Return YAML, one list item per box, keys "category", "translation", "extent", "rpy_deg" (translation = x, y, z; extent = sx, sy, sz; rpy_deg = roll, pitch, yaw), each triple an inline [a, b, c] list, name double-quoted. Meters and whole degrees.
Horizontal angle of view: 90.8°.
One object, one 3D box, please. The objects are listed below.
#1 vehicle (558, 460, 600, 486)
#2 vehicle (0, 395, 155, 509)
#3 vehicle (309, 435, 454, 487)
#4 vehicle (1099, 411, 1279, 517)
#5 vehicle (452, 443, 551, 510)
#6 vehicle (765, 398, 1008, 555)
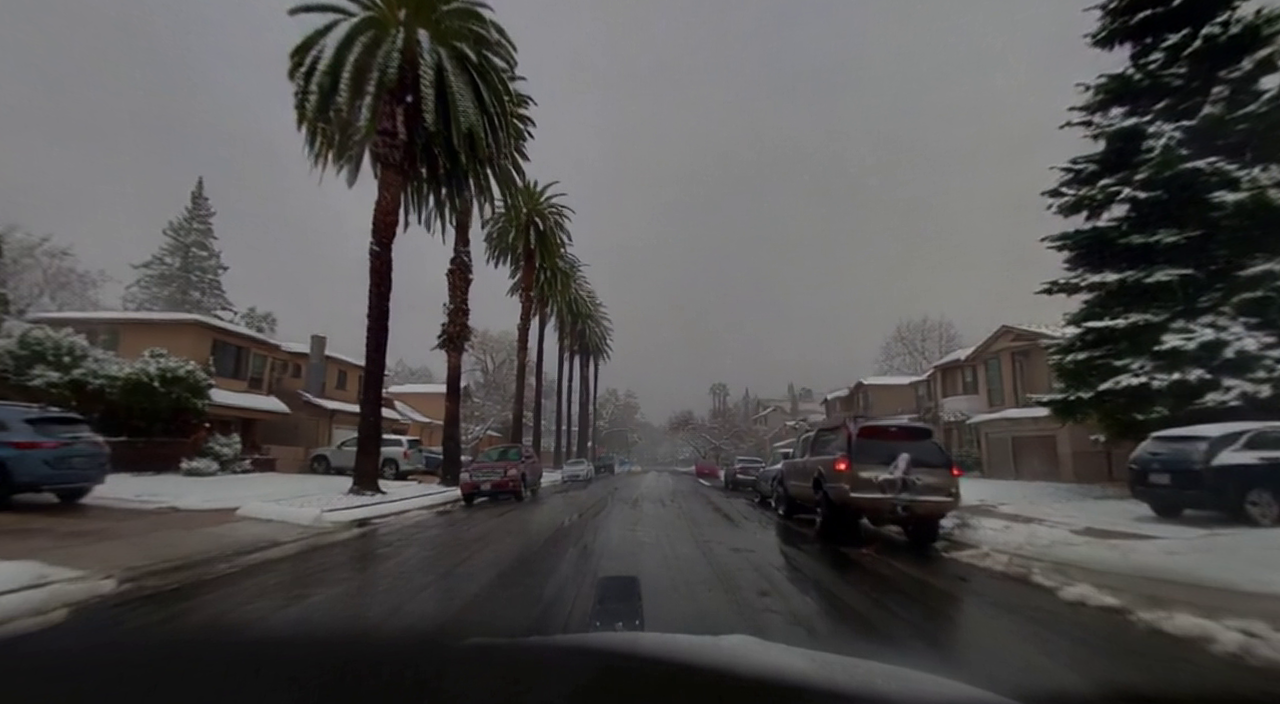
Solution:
- category: "vehicle"
  translation: [-3.630, 7.342, 38.514]
  extent: [2.080, 1.479, 4.531]
  rpy_deg: [0, -10, 0]
- category: "vehicle"
  translation: [-11.371, 1.768, 11.049]
  extent: [4.161, 1.775, 1.961]
  rpy_deg: [-2, -9, 3]
- category: "vehicle"
  translation: [-10.618, 4.493, 26.303]
  extent: [4.991, 1.947, 2.329]
  rpy_deg: [1, -8, 0]
- category: "vehicle"
  translation: [10.376, 1.752, 9.996]
  extent: [4.643, 1.520, 1.826]
  rpy_deg: [-1, -9, 4]
- category: "vehicle"
  translation: [-4.312, 3.917, 20.541]
  extent: [2.147, 1.823, 4.725]
  rpy_deg: [-1, -8, 0]
- category: "vehicle"
  translation: [3.851, 2.113, 11.482]
  extent: [2.184, 2.038, 6.212]
  rpy_deg: [0, -9, 3]
